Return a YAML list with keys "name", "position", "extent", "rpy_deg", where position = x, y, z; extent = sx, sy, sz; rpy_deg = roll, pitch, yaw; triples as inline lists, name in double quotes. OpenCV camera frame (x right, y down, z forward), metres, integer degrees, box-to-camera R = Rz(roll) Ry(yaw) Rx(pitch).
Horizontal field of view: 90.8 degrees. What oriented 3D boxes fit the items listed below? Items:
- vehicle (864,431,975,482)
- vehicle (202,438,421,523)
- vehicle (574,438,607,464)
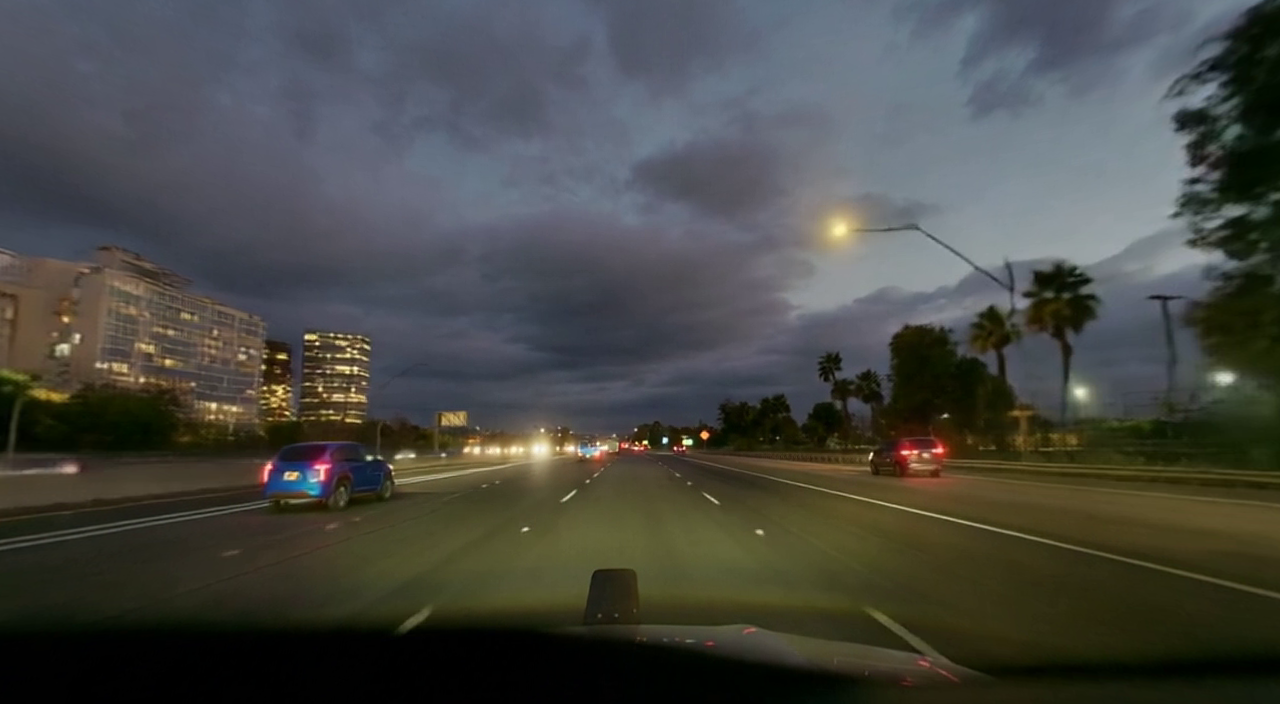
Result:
- name: "vehicle"
  position: [10.783, 4.093, 24.845]
  extent: [2.168, 1.792, 4.457]
  rpy_deg: [0, -9, -2]
- name: "vehicle"
  position: [-6.650, 2.651, 13.647]
  extent: [2.018, 1.480, 4.999]
  rpy_deg: [0, -9, 0]
- name: "vehicle"
  position: [-3.797, 7.752, 49.465]
  extent: [2.225, 1.967, 4.673]
  rpy_deg: [0, -9, -1]
